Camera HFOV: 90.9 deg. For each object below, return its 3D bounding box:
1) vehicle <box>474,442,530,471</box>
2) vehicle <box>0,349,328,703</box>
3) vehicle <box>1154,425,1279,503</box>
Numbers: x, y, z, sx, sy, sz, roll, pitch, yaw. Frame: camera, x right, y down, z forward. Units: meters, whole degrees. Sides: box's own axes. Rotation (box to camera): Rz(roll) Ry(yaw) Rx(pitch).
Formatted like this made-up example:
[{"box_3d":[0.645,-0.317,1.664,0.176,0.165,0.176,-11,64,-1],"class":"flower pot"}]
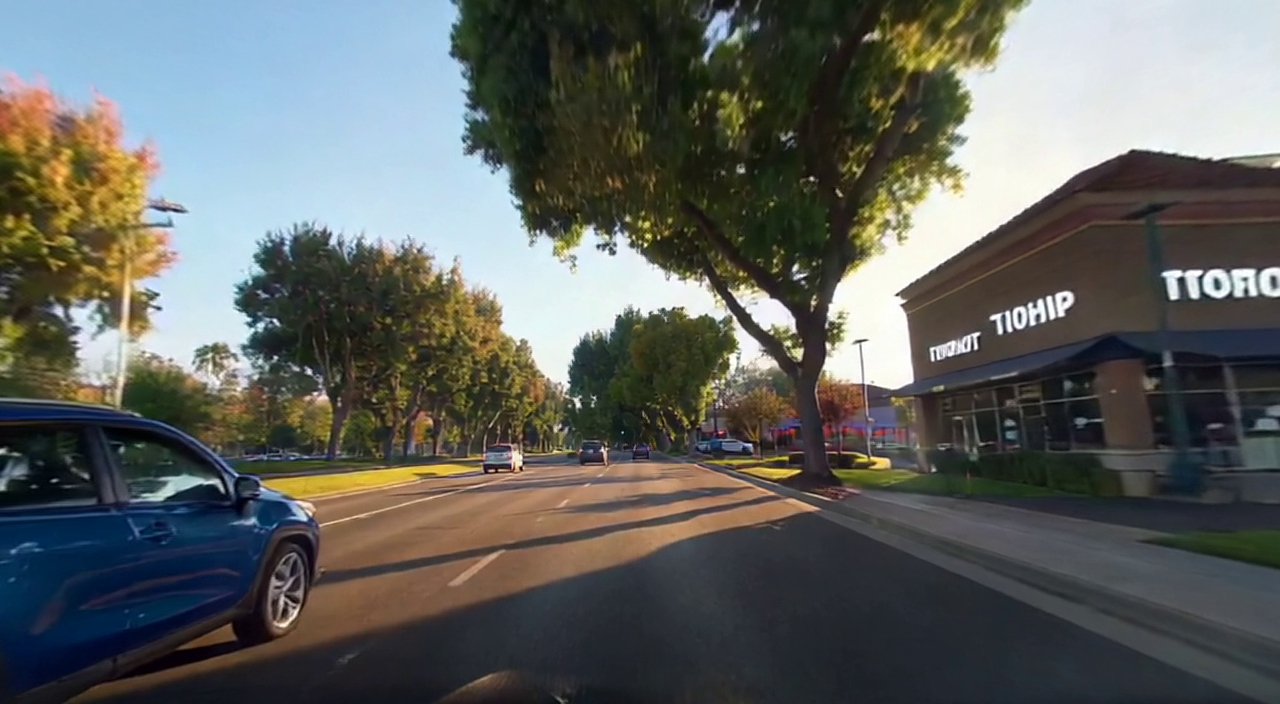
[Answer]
[{"box_3d":[-7.380,5.612,34.128,1.990,1.483,4.410,0,-8,1],"class":"vehicle"},{"box_3d":[-3.397,0.858,2.520,2.127,1.654,4.121,0,-8,1],"class":"vehicle"},{"box_3d":[15.391,2.594,14.862,4.806,1.664,2.050,0,-8,-3],"class":"vehicle"}]
